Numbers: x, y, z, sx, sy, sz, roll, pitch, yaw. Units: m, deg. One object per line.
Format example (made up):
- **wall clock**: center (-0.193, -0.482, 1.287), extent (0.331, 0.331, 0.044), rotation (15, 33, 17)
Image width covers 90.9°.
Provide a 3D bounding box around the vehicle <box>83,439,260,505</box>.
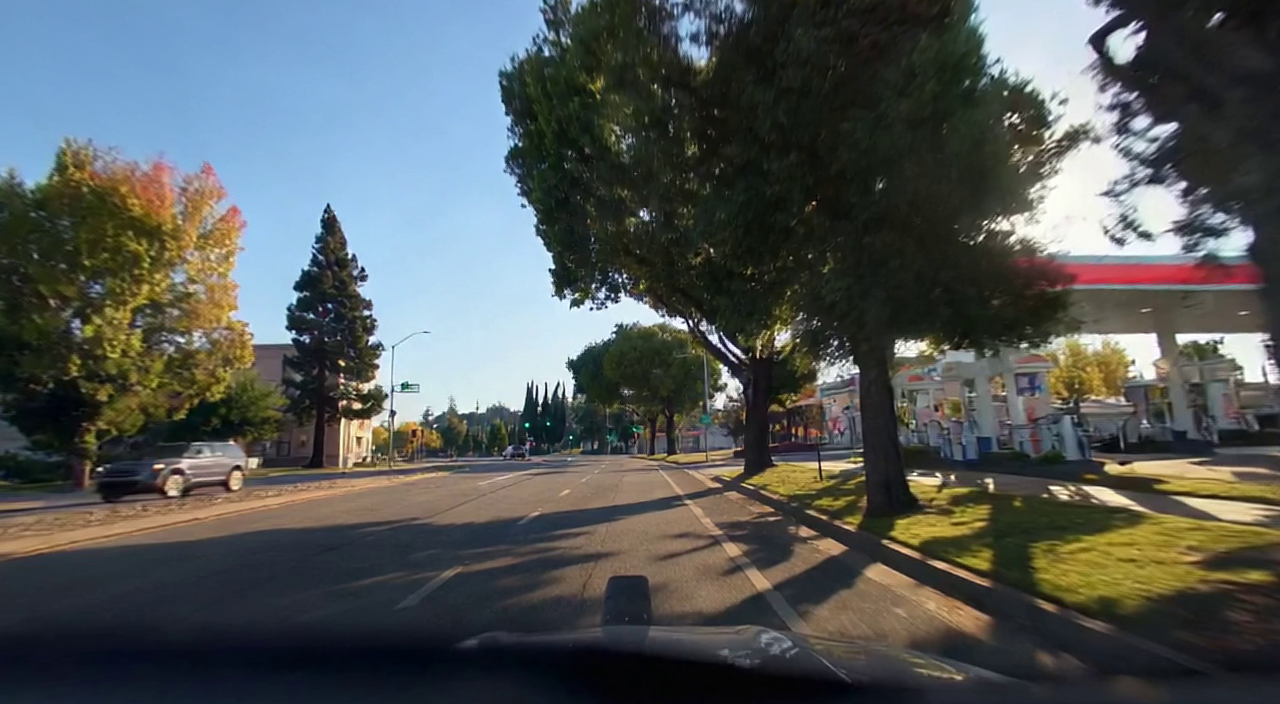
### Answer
- **vehicle**: center (-14.679, 3.748, 20.199), extent (1.995, 1.808, 4.759), rotation (0, -9, 0)
